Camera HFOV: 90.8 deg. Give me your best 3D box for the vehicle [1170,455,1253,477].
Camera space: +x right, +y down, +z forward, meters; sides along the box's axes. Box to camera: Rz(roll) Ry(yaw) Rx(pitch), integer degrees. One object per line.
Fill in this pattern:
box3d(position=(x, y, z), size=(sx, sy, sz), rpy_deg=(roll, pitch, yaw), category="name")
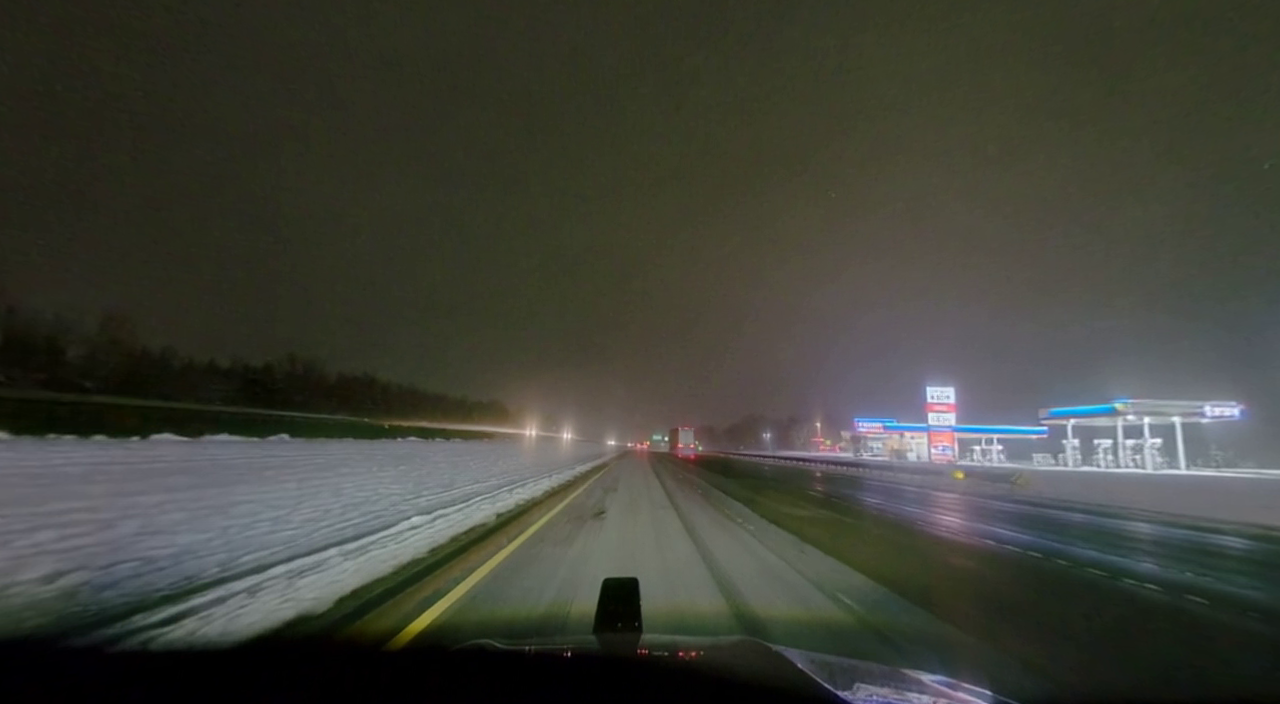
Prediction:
box3d(position=(43.429, 8.636, 48.155), size=(1.820, 1.466, 4.874), rpy_deg=(0, -8, 1), category="vehicle")
